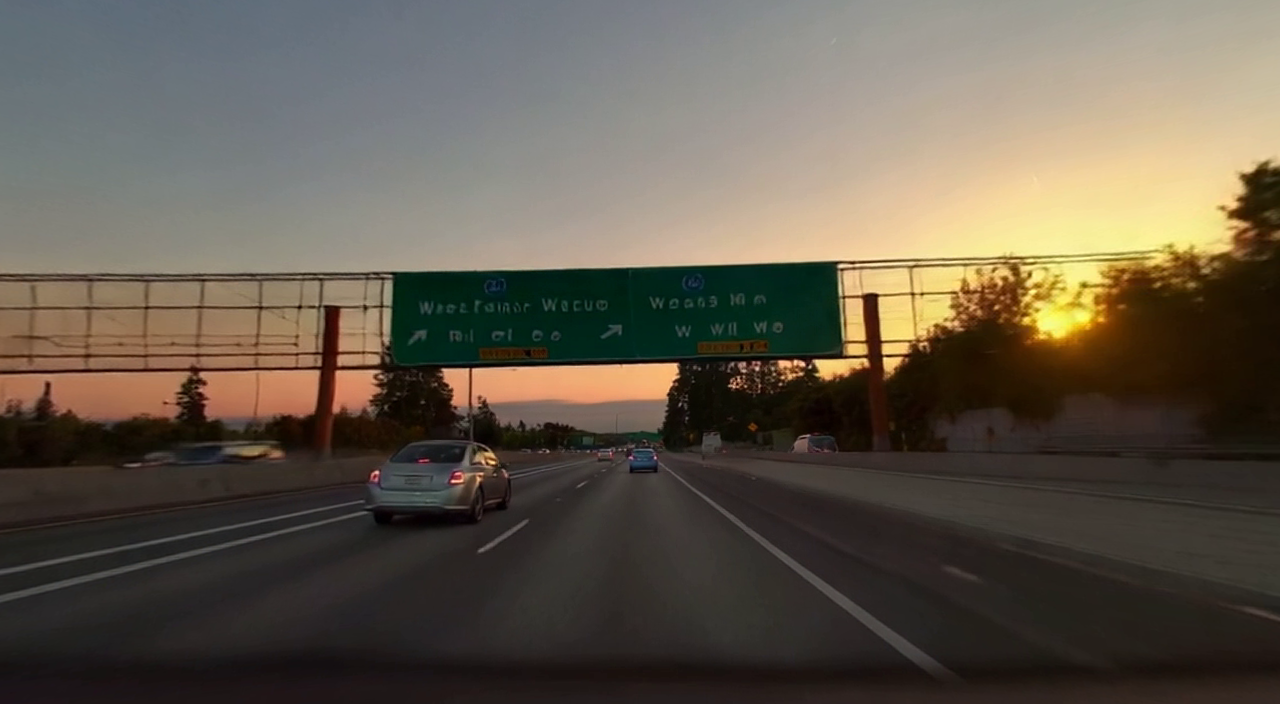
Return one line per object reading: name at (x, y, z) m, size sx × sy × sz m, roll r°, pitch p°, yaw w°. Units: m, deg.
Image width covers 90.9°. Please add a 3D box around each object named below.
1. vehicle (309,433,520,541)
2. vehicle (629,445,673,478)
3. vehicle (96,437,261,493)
vehicle at (-3.540, 2.211, 10.900) m, size 2.062 × 1.474 × 4.151 m, roll 0°, pitch -9°, yaw 1°
vehicle at (0.494, 5.239, 30.343) m, size 2.002 × 1.449 × 3.612 m, roll 0°, pitch -9°, yaw 0°
vehicle at (-16.800, 4.142, 23.414) m, size 2.086 × 1.852 × 5.229 m, roll 0°, pitch -9°, yaw 1°
